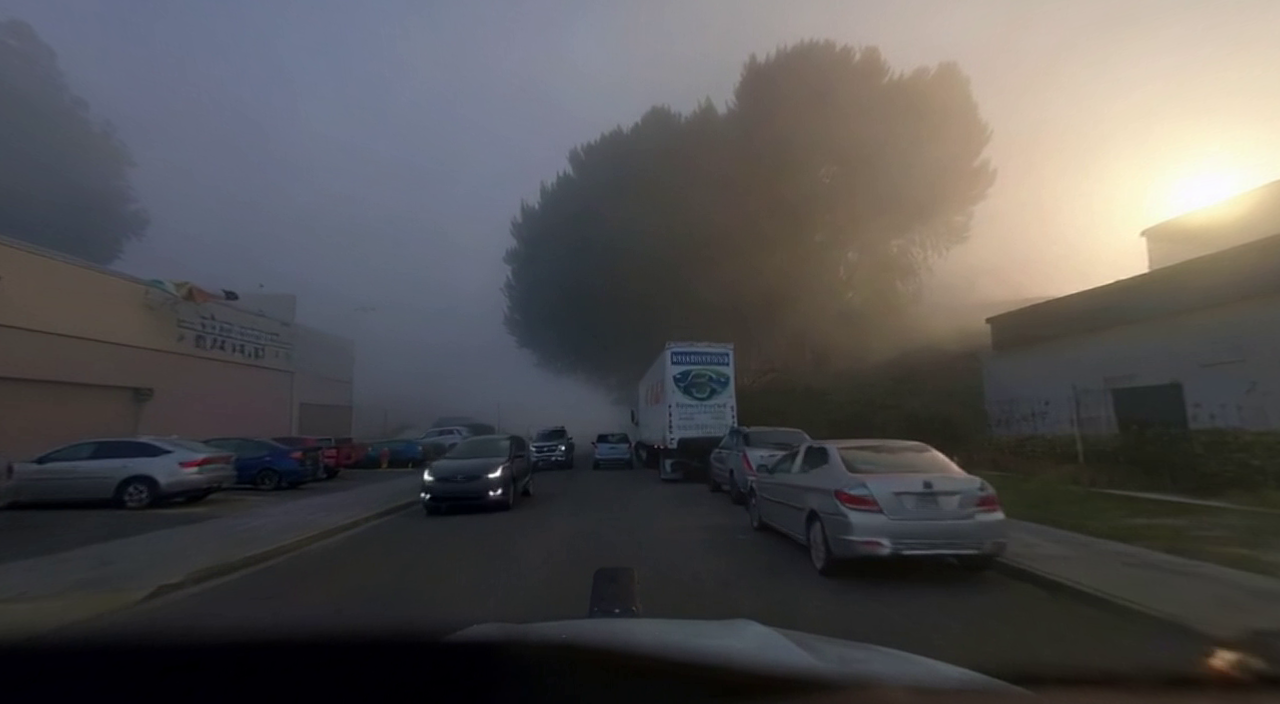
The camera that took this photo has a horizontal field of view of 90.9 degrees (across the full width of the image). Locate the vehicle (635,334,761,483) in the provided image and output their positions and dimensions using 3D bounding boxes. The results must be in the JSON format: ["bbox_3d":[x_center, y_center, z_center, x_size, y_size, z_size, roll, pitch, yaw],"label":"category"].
[{"bbox_3d":[1.530,2.519,24.583,2.865,4.113,14.471,0,-8,-3],"label":"vehicle"}]

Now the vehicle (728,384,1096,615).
[{"bbox_3d":[2.310,1.365,6.799,1.875,1.674,4.231,0,-8,-3],"label":"vehicle"}]

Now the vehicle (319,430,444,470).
[{"bbox_3d":[-9.771,3.724,24.117,4.015,1.461,1.903,1,-8,-6],"label":"vehicle"}]

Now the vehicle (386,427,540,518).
[{"bbox_3d":[-3.248,2.274,12.461,1.989,1.481,4.008,0,-8,-2],"label":"vehicle"}]

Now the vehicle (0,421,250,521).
[{"bbox_3d":[-9.044,1.971,10.703,3.569,1.520,1.797,0,-8,-5],"label":"vehicle"}]

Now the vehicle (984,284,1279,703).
[{"bbox_3d":[2.439,0.511,0.162,1.900,1.644,4.448,0,-8,-5],"label":"vehicle"}]

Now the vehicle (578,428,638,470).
[{"bbox_3d":[-1.211,3.808,24.961,2.160,1.498,3.909,0,-8,-1],"label":"vehicle"}]
